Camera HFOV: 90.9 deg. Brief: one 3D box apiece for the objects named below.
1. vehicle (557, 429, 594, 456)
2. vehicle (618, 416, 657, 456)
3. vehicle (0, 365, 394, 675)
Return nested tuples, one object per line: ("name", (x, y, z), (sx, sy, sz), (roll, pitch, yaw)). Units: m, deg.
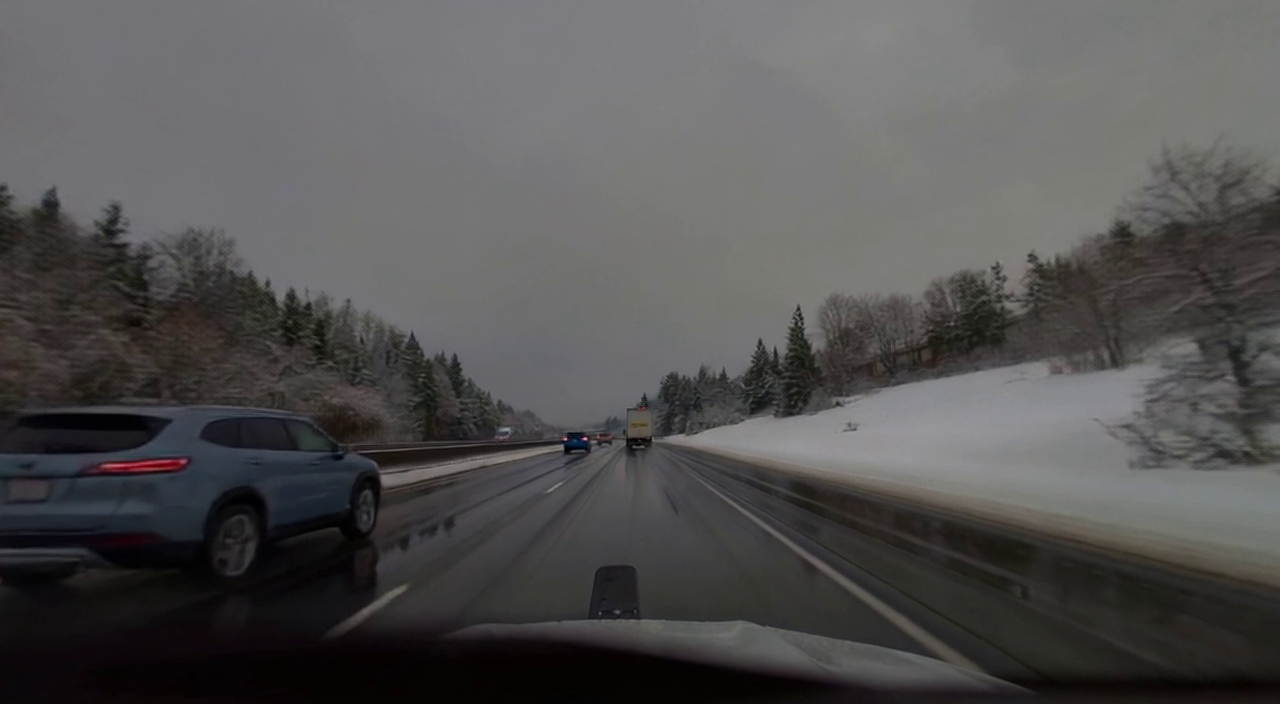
("vehicle", (-4.316, 6.134, 42.937), (2.049, 1.726, 4.291), (0, -8, 1))
("vehicle", (-0.200, 5.742, 42.972), (2.526, 2.531, 5.026), (0, -8, -1))
("vehicle", (-4.076, 1.184, 5.579), (2.045, 1.655, 4.301), (0, -8, 0))
